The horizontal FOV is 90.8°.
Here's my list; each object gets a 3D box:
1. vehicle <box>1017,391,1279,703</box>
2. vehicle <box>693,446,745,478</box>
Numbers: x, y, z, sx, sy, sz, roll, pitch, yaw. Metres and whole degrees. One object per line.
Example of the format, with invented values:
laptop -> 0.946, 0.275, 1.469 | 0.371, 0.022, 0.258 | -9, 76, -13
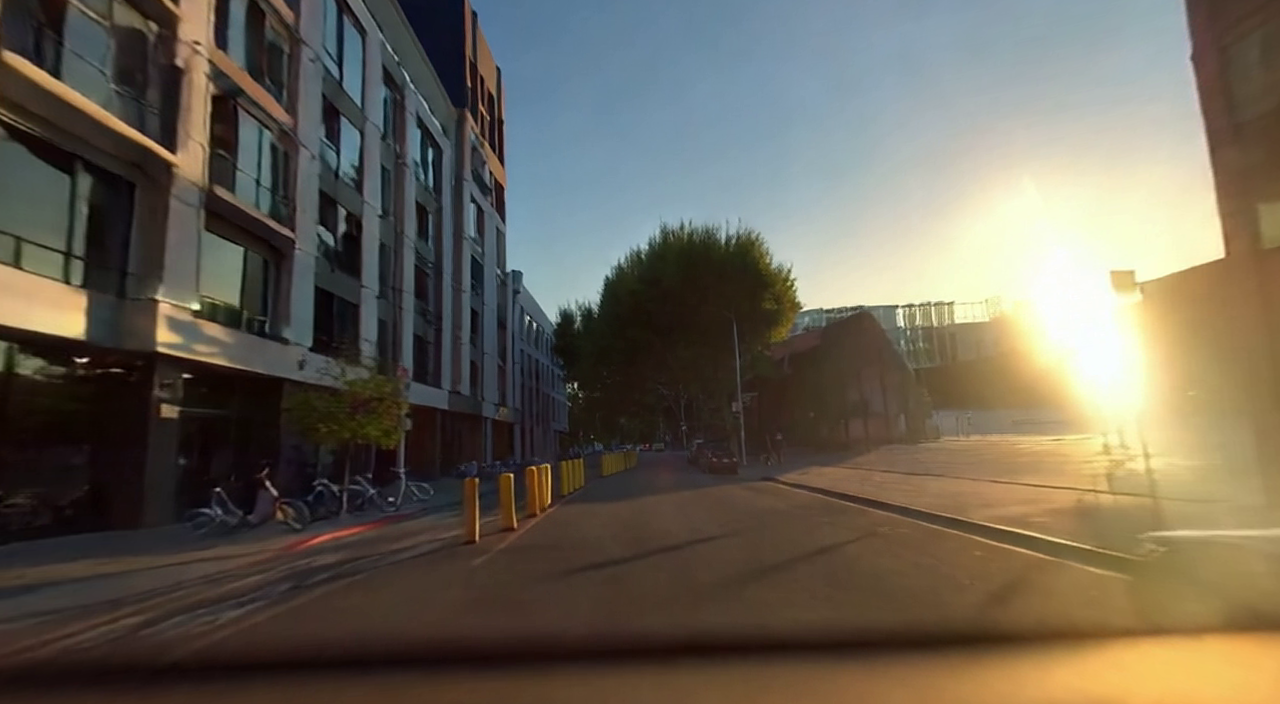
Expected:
vehicle -> 3.439, 0.731, 1.591 | 1.963, 1.445, 4.948 | -1, -9, 1
vehicle -> 3.918, 5.502, 31.967 | 2.020, 1.448, 4.220 | -1, -8, -1
